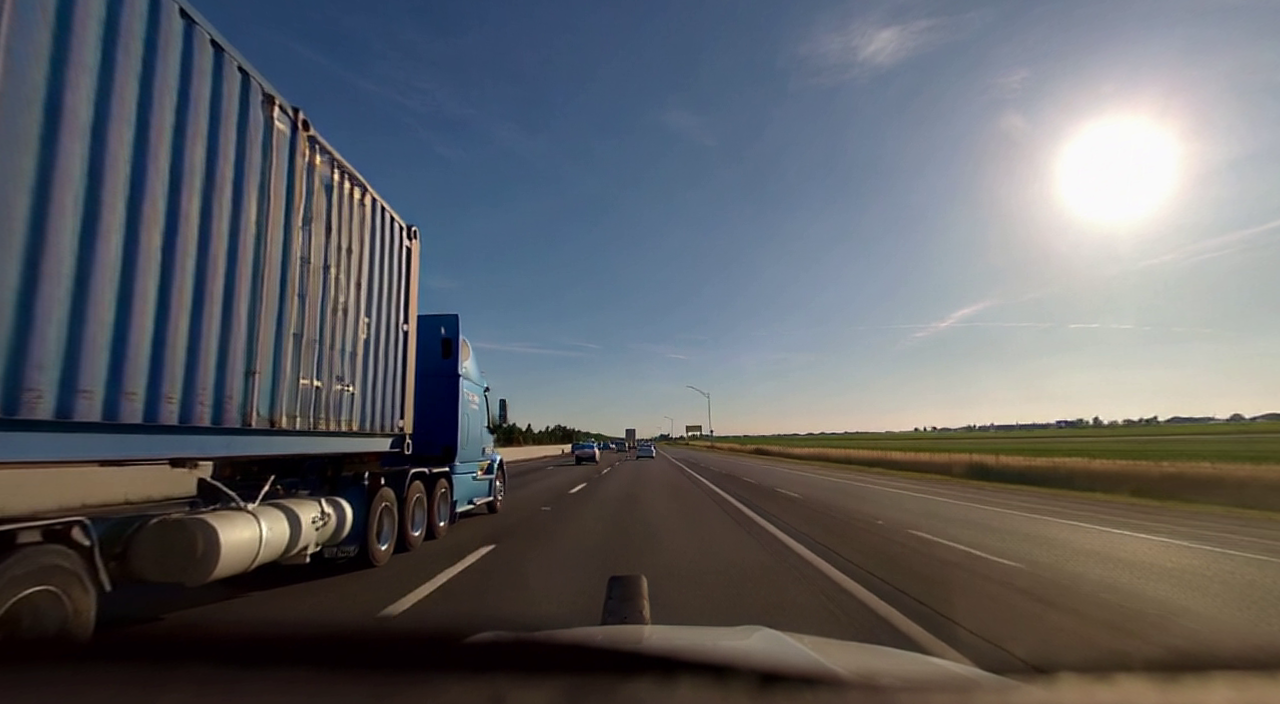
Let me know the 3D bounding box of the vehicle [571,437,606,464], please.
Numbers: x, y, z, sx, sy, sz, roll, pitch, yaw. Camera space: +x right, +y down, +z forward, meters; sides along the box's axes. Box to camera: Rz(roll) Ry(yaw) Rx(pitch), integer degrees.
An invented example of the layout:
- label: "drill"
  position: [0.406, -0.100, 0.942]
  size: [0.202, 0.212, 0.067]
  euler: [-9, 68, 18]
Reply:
- label: "vehicle"
  position: [-3.447, 6.727, 43.126]
  size: [1.995, 1.745, 4.187]
  euler: [0, -8, 1]

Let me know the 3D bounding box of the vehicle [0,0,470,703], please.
- label: "vehicle"
  position: [-4.020, -0.255, 2.281]
  size: [2.840, 4.032, 13.388]
  euler: [0, -8, 1]
